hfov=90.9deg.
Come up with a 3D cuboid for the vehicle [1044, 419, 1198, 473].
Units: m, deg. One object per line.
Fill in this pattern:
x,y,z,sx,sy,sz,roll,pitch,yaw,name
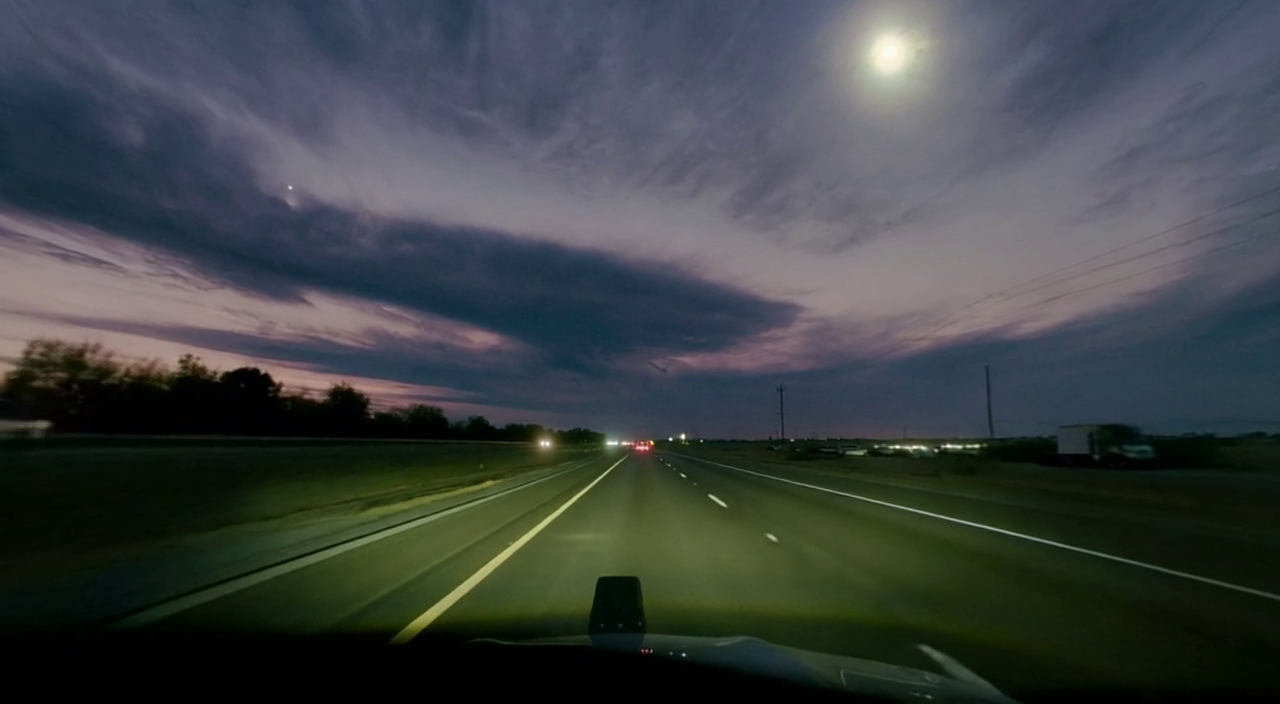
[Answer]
33.064,6.572,44.011,3.584,3.354,8.206,0,-9,-6,vehicle
